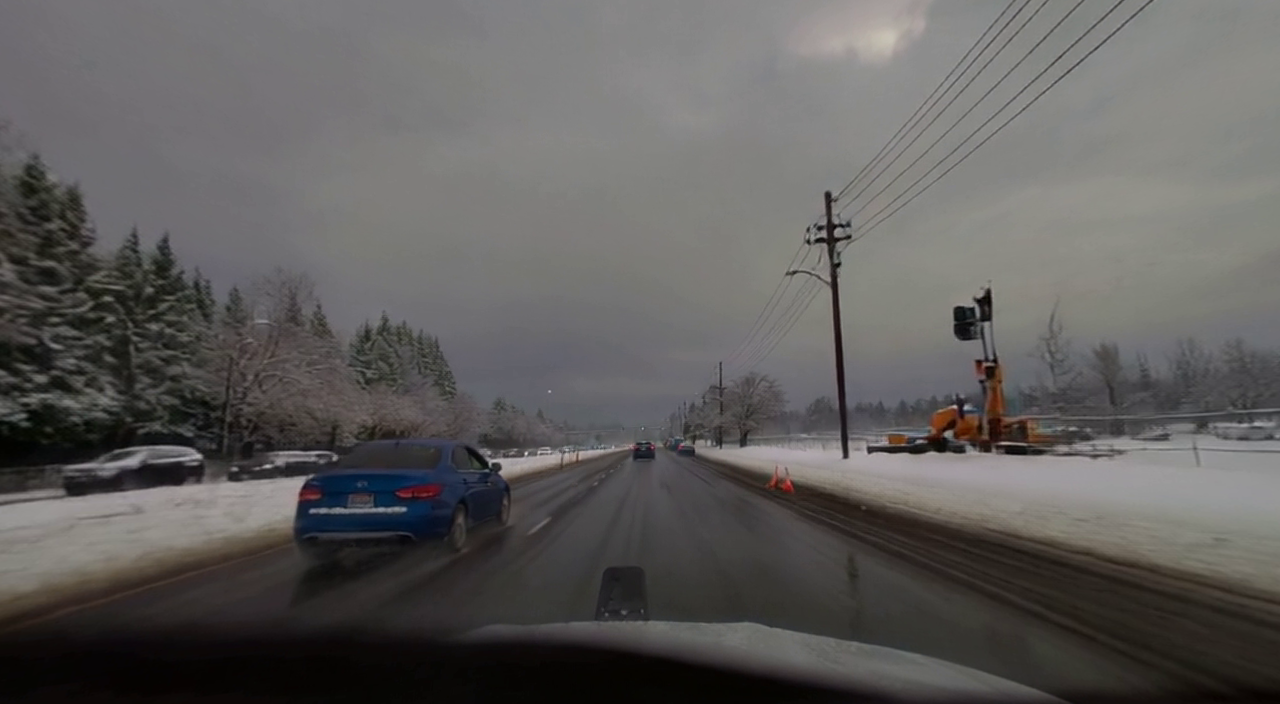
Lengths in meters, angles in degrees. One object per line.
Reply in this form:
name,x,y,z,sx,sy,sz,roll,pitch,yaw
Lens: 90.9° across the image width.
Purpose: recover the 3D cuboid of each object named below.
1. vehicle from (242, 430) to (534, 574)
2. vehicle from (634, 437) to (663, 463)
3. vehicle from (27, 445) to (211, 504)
vehicle,-3.046,1.935,9.047,2.087,1.480,4.825,0,-9,1
vehicle,0.580,7.220,46.438,2.060,1.845,4.151,0,-9,0
vehicle,-17.892,4.191,22.120,2.178,1.810,5.012,0,-9,0
